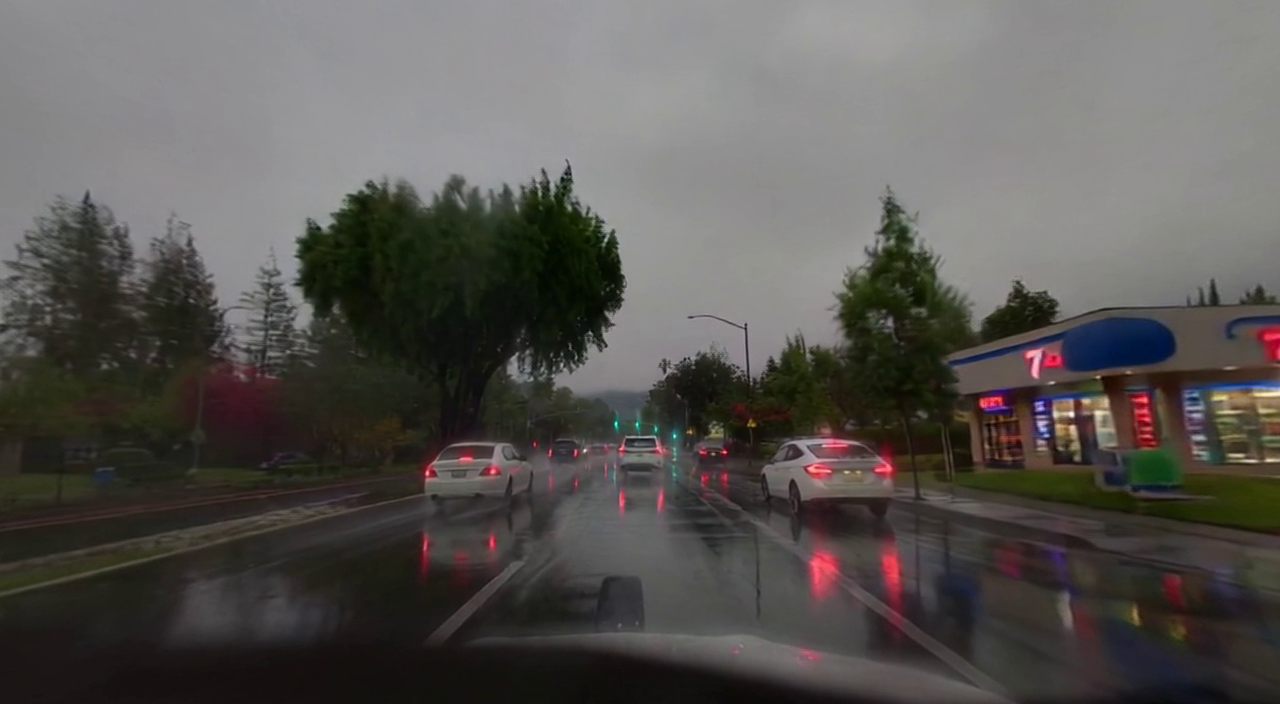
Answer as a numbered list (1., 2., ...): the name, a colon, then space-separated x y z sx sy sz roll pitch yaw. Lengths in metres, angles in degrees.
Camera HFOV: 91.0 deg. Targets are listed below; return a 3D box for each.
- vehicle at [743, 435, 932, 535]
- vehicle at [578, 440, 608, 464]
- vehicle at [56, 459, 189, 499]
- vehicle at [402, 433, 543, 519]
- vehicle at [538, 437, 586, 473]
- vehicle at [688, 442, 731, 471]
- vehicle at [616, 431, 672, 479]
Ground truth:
1. vehicle: 3.336 2.328 11.780 1.977 1.480 4.589 0 -8 -1
2. vehicle: -3.462 7.408 46.611 1.871 1.673 3.920 0 -8 1
3. vehicle: -22.396 5.493 27.526 1.827 1.441 4.660 0 -8 0
4. vehicle: -3.294 2.506 13.274 1.864 1.505 4.202 0 -8 -1
5. vehicle: -3.899 5.217 32.085 1.932 1.695 4.235 0 -8 0
6. vehicle: 3.795 5.775 35.080 1.880 1.476 3.932 0 -8 -1
7. vehicle: 0.121 4.292 26.478 2.164 1.867 4.254 0 -8 -1
